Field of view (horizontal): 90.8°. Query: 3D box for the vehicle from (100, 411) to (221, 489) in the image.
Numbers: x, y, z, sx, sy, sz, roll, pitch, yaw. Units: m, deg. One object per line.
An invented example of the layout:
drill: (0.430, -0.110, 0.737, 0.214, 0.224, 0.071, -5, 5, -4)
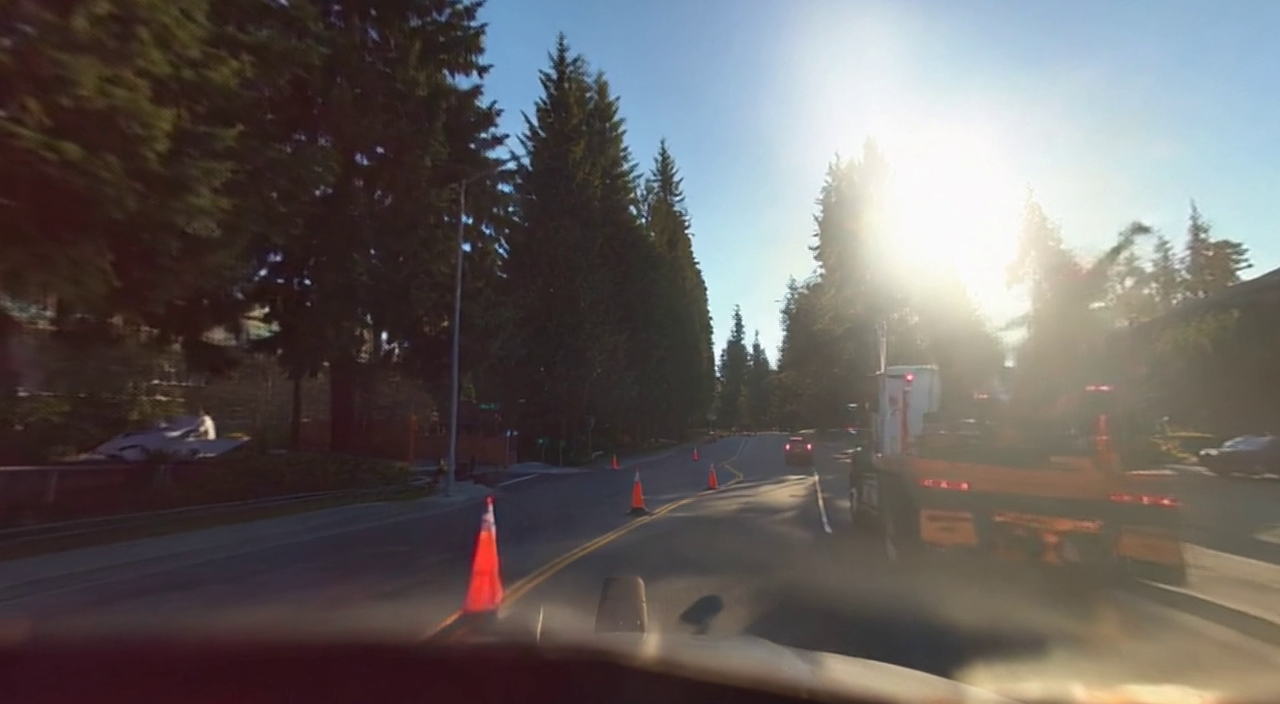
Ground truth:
vehicle: (-15.970, 3.285, 21.192, 2.665, 2.465, 1.532, 3, -8, -16)

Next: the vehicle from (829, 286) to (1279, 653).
vehicle: (4.277, 1.205, 8.060, 3.098, 2.601, 6.758, -2, -7, 13)

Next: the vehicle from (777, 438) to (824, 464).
vehicle: (10.393, 6.463, 41.265, 1.716, 1.583, 3.770, 1, -9, -6)

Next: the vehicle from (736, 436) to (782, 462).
vehicle: (9.226, 7.568, 49.372, 1.997, 1.853, 4.654, 1, -9, -10)
